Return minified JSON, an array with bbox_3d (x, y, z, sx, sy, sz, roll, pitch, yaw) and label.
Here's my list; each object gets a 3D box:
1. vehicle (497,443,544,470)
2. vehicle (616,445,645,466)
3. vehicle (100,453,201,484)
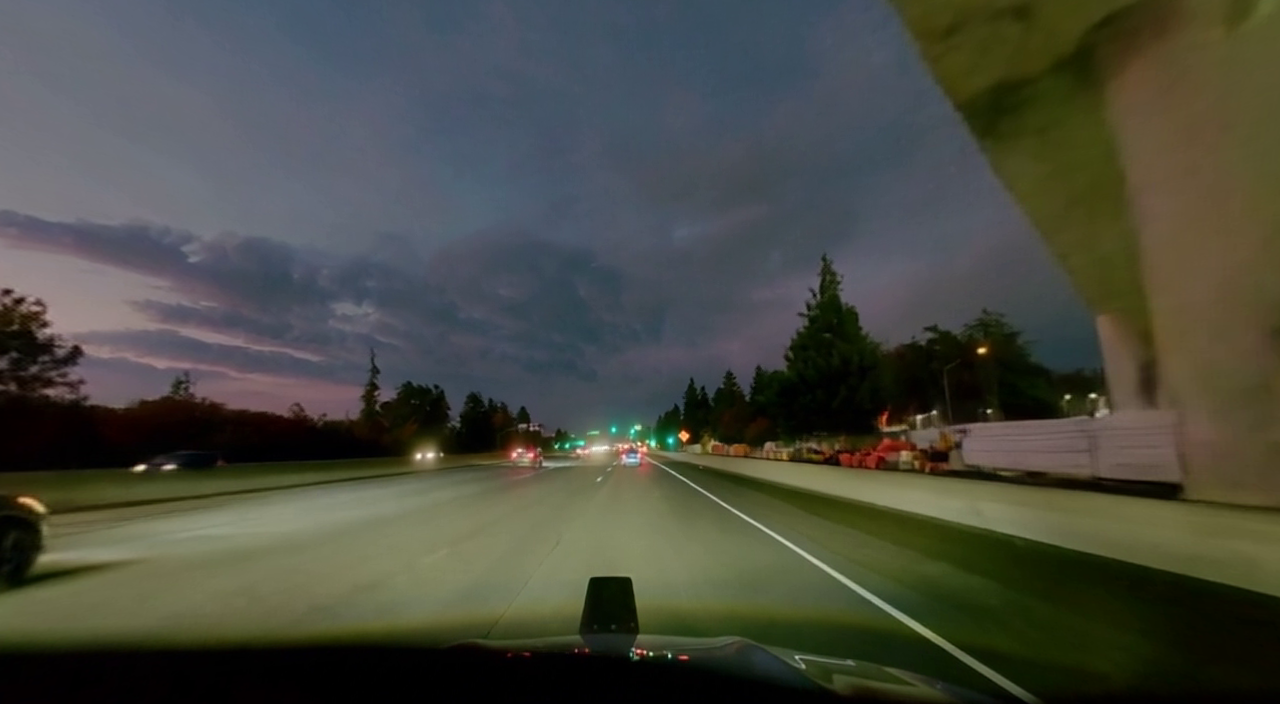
[{"bbox_3d":[-7.439,6.565,39.885,2.128,1.604,4.279,0,-9,0],"label":"vehicle"},{"bbox_3d":[-0.719,7.595,46.411,2.051,1.459,4.092,0,-9,-1],"label":"vehicle"},{"bbox_3d":[-25.408,6.051,33.027,1.772,1.459,4.504,0,-9,-2],"label":"vehicle"}]
